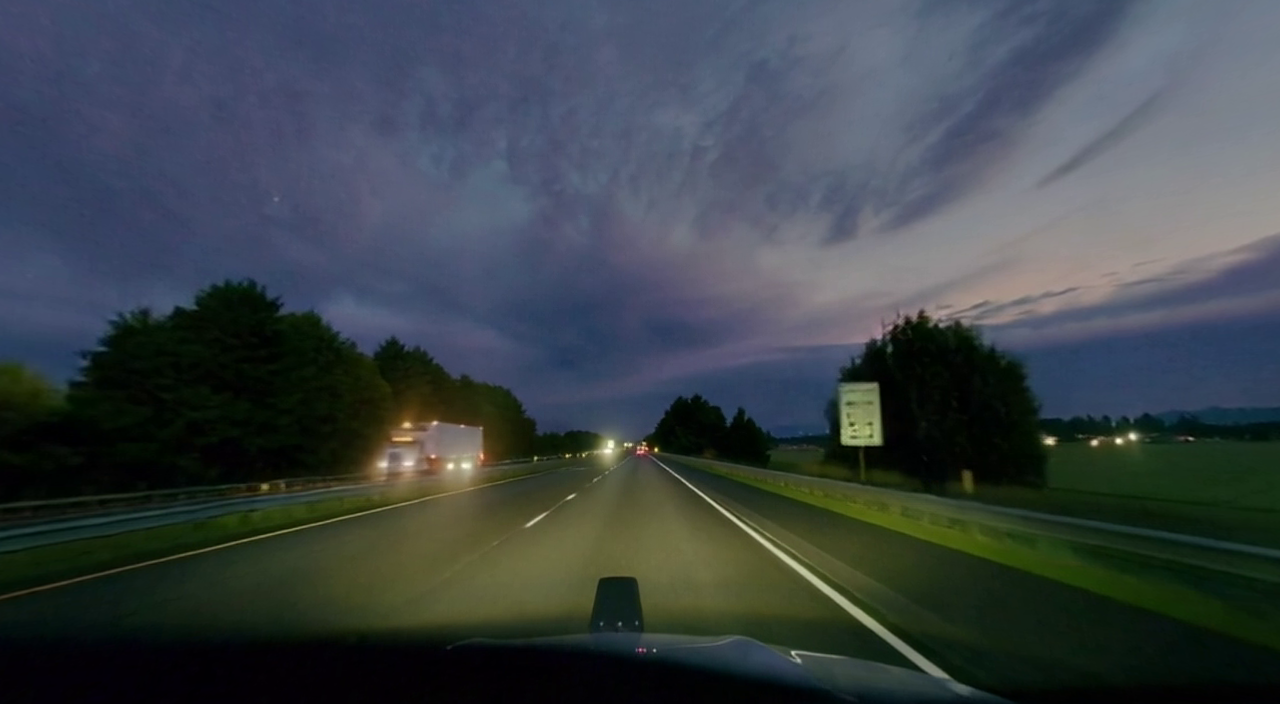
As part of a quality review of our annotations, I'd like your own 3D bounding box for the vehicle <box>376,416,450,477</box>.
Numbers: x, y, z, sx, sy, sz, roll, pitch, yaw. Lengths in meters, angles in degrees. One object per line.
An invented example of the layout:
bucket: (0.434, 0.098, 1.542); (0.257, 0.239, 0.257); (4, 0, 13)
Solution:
vehicle: (-15.794, 6.654, 44.394); (2.956, 3.925, 5.821); (0, -9, 0)
